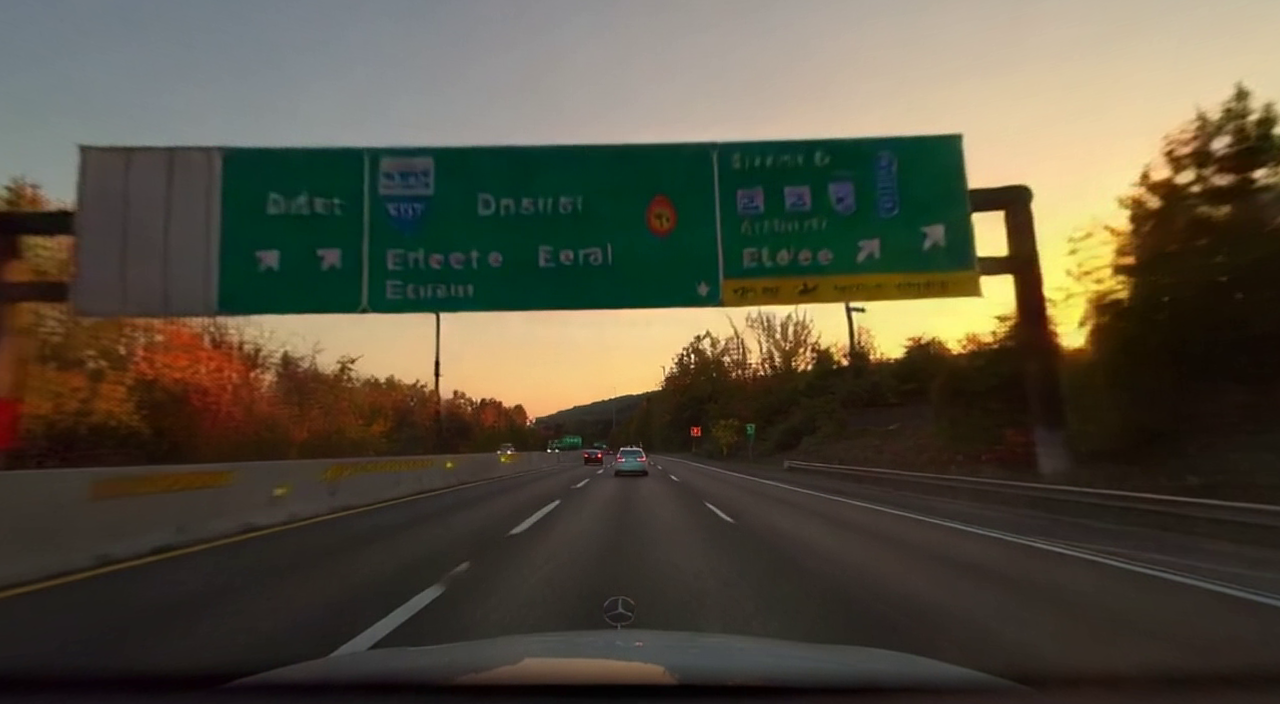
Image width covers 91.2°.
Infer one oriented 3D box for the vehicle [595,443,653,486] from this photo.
[{"bbox_3d":[-0.579,4.277,24.129,2.066,1.490,3.759,-1,-9,0],"label":"vehicle"}]
